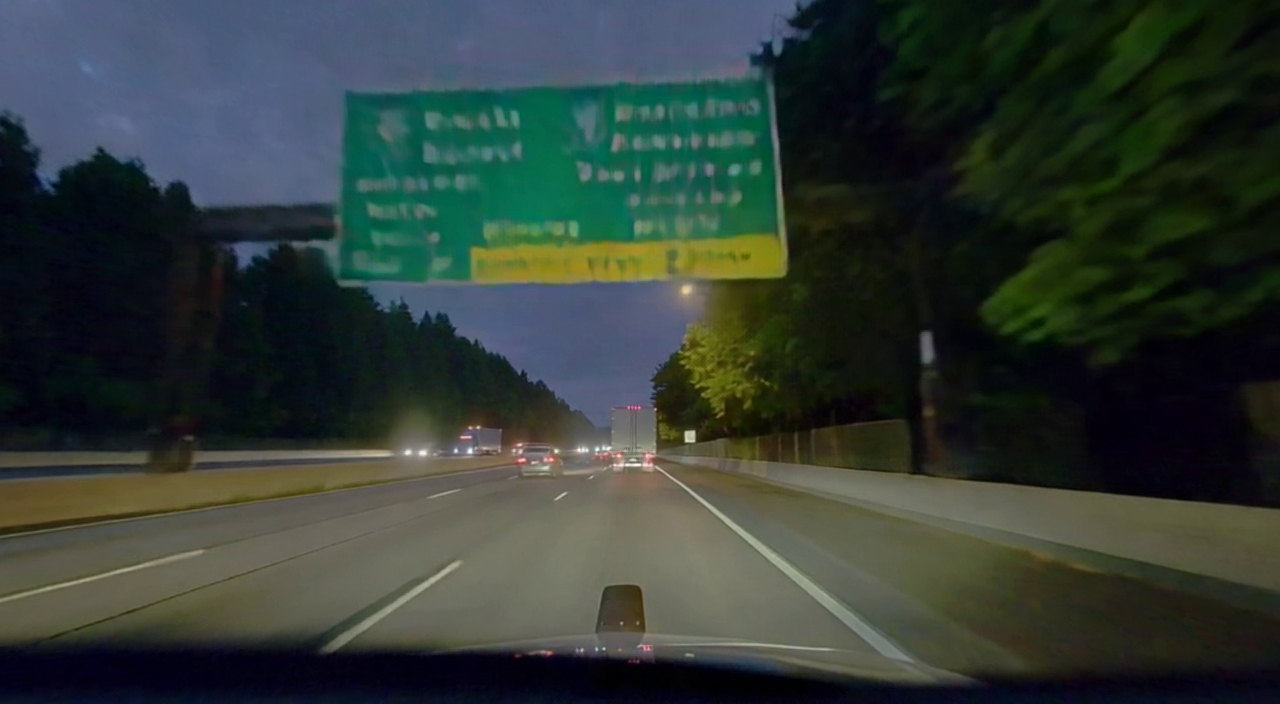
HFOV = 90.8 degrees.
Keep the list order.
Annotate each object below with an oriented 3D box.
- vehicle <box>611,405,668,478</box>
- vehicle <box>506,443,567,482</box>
[{"bbox_3d":[-0.124,5.722,39.672,2.976,3.800,12.335,0,-9,-1],"label":"vehicle"},{"bbox_3d":[-4.409,4.781,27.451,1.964,1.556,4.071,0,-9,0],"label":"vehicle"}]
